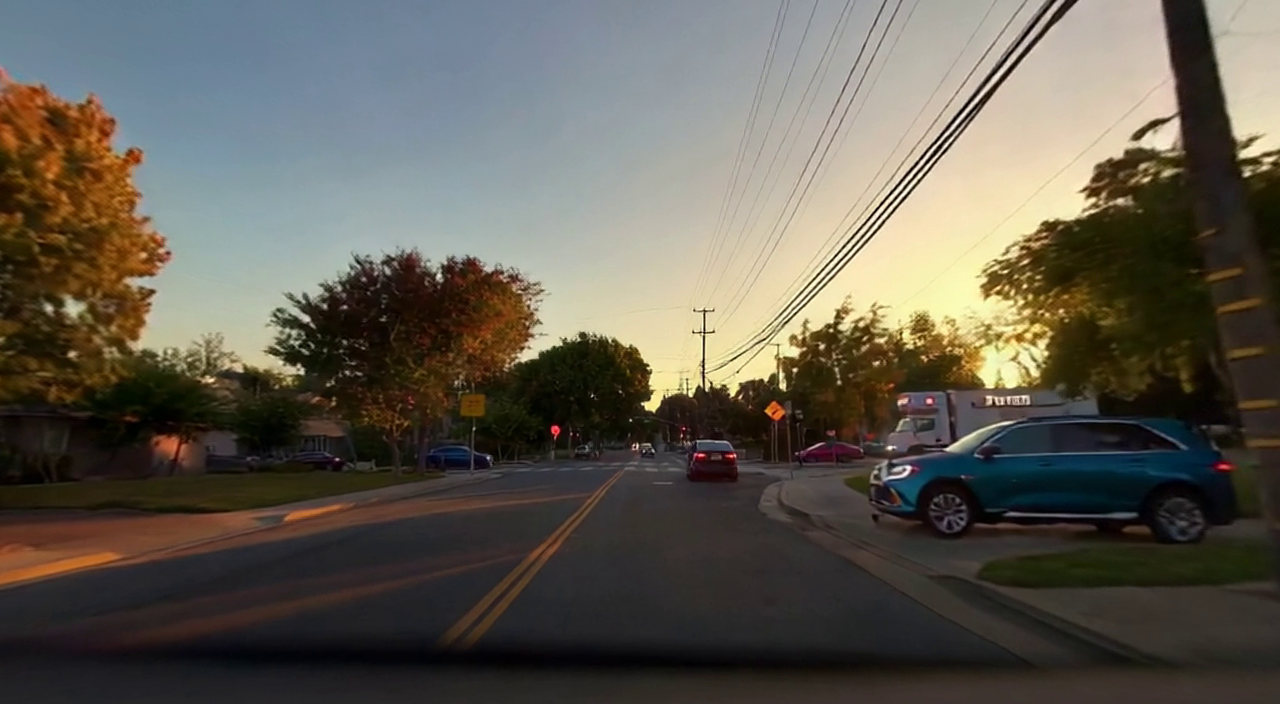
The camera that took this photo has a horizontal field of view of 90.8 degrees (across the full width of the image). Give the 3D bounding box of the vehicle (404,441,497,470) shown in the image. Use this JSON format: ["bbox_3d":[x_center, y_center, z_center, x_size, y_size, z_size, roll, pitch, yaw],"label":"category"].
[{"bbox_3d":[-13.123,7.217,44.141,5.866,1.904,2.197,1,-9,-6],"label":"vehicle"}]

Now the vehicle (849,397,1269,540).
[{"bbox_3d":[6.014,1.751,9.825,4.814,1.872,2.220,-1,-9,7],"label":"vehicle"}]

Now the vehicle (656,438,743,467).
[{"bbox_3d":[3.965,6.842,43.103,2.553,1.868,5.536,8,-12,-43],"label":"vehicle"}]

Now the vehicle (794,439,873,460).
[{"bbox_3d":[13.394,6.821,44.028,4.872,1.400,1.955,-1,-9,4],"label":"vehicle"}]
